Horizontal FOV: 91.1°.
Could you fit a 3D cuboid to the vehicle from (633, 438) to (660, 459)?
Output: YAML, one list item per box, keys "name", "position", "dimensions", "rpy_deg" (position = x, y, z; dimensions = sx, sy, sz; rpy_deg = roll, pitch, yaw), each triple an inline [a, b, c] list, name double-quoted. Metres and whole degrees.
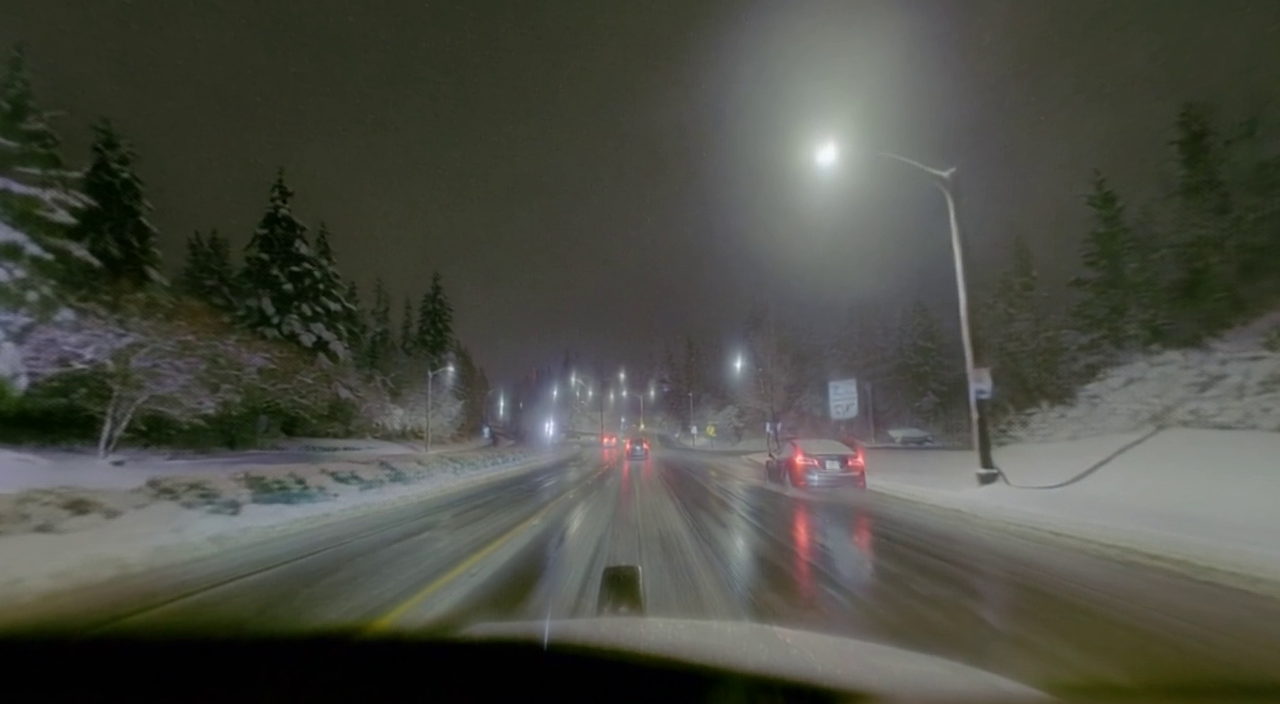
- name: "vehicle"
  position: [0.499, 7.657, 49.810]
  dimensions: [2.095, 1.548, 4.264]
  rpy_deg: [0, -8, 0]

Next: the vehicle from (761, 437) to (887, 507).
- name: "vehicle"
  position: [4.482, 2.960, 16.022]
  dimensions: [1.913, 1.516, 4.322]
  rpy_deg: [0, -9, 0]
